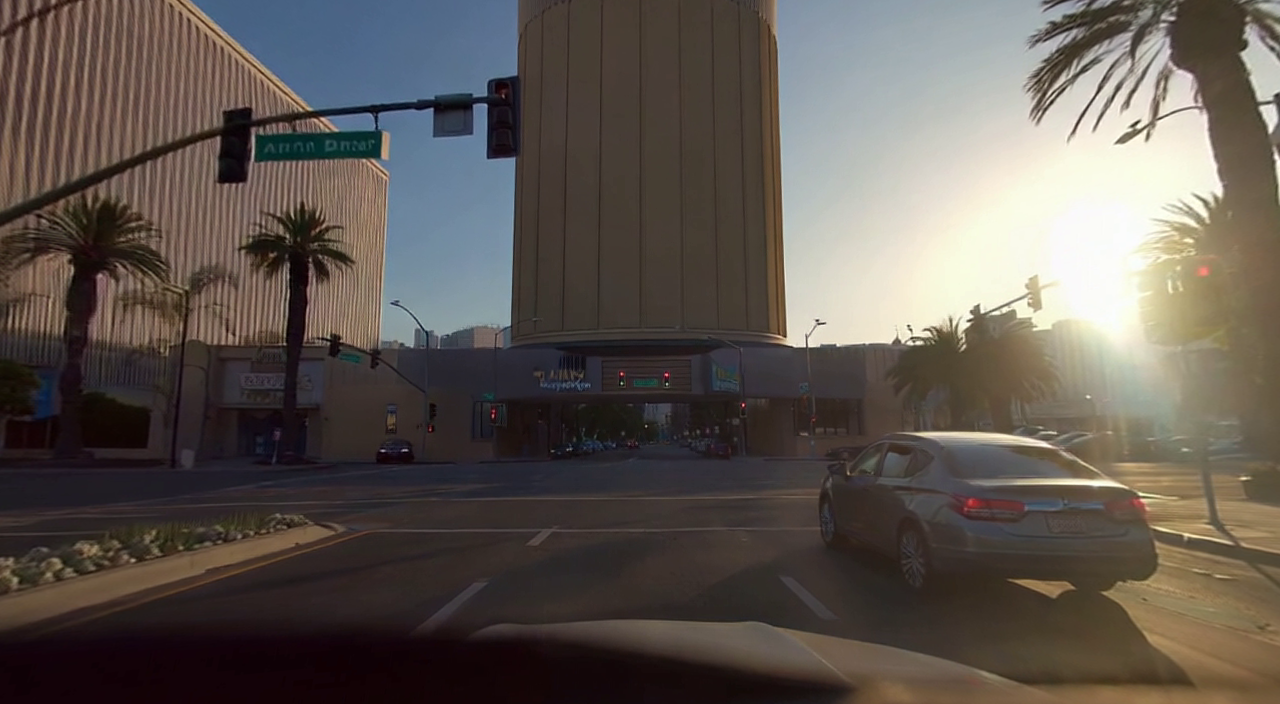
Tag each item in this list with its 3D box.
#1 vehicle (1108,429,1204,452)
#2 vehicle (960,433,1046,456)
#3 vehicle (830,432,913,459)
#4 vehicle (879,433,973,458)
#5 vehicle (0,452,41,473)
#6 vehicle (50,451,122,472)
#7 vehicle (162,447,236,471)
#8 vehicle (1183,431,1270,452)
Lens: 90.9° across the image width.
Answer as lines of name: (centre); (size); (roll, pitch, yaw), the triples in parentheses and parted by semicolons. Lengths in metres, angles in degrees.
vehicle: (33.290, 5.741, 40.732); (4.567, 1.458, 1.791); (0, -8, 1)
vehicle: (23.647, 6.037, 41.155); (4.423, 1.465, 1.798); (0, -8, 0)
vehicle: (15.141, 6.130, 41.382); (4.648, 1.665, 1.910); (0, -8, -1)
vehicle: (17.032, 5.576, 37.656); (4.684, 1.461, 1.777); (0, -8, -1)
vehicle: (-47.912, 8.325, 47.483); (3.786, 1.555, 1.702); (0, -8, 2)
vehicle: (-41.603, 8.225, 47.353); (3.698, 1.467, 1.779); (0, -8, 0)
vehicle: (-33.089, 8.019, 47.324); (4.136, 1.661, 1.857); (0, -8, 1)
vehicle: (42.226, 6.465, 45.434); (4.437, 1.469, 1.811); (0, -8, 0)
